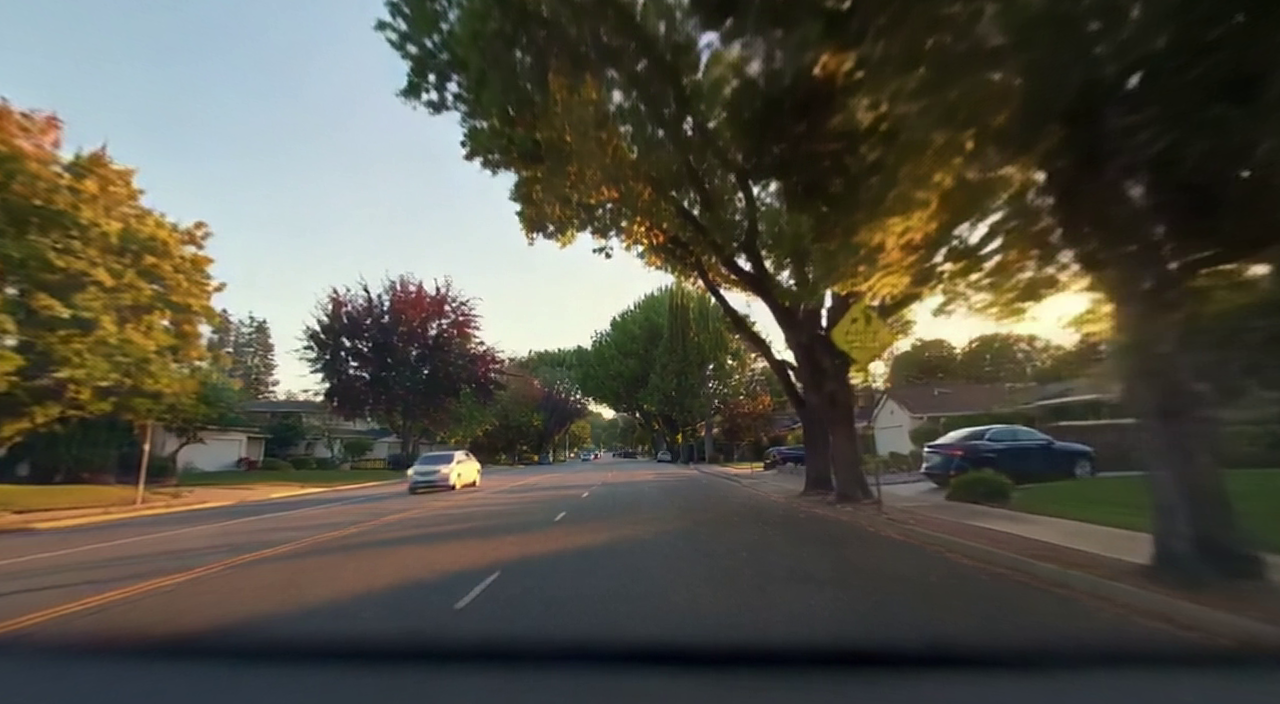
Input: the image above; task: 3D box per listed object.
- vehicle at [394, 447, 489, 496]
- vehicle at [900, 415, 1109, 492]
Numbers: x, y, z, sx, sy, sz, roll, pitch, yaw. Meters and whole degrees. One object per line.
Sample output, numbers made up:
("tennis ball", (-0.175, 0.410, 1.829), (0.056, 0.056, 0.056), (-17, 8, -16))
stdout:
("vehicle", (-7.183, 4.338, 23.389), (1.951, 1.613, 4.654), (0, -8, 1))
("vehicle", (10.536, 3.032, 18.606), (4.583, 1.853, 2.260), (-2, -14, -2))
